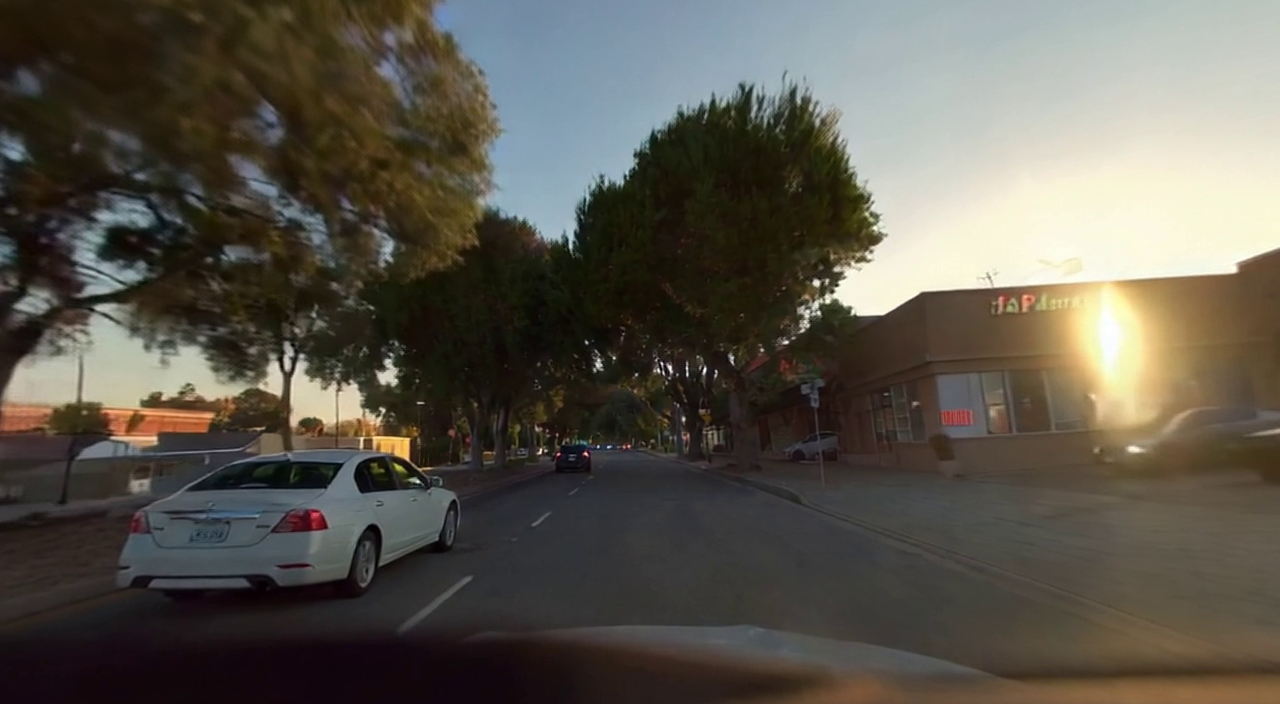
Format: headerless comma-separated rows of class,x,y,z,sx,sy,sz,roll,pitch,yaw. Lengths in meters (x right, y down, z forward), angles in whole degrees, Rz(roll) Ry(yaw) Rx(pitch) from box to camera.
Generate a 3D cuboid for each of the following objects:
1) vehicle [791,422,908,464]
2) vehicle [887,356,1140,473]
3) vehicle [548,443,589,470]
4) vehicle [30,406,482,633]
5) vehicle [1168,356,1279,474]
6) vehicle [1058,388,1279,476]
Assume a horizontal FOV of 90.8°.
vehicle,10.498,4.617,31.941,5.130,1.902,2.056,-1,-9,-2
vehicle,12.112,2.107,21.011,6.427,3.417,2.845,-2,-8,-2
vehicle,-4.077,6.042,36.679,1.955,1.461,4.396,0,-9,-2
vehicle,-3.408,1.586,7.008,2.126,1.655,4.560,0,-9,0
vehicle,12.615,1.140,11.039,4.780,1.870,2.140,0,-9,-1
vehicle,12.772,1.768,13.907,5.551,1.753,2.162,0,-9,-1
